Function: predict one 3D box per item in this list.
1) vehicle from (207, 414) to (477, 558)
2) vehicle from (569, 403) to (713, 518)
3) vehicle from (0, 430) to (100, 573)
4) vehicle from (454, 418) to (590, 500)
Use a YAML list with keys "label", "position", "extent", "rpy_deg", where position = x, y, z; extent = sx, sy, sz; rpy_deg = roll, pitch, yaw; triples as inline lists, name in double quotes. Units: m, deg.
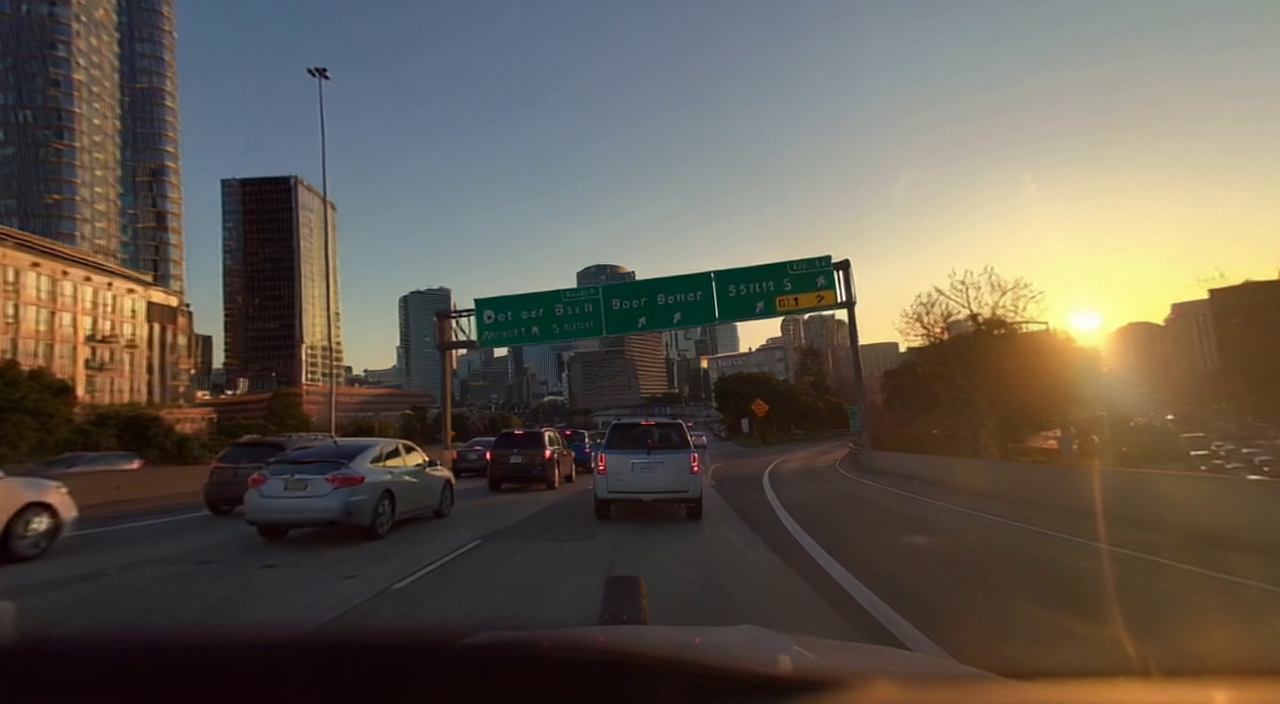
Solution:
- label: "vehicle"
  position: [-4.208, 1.959, 9.935]
  extent: [1.953, 1.729, 4.377]
  rpy_deg: [0, -9, 2]
- label: "vehicle"
  position: [0.115, 2.418, 14.490]
  extent: [2.616, 2.063, 5.933]
  rpy_deg: [0, -9, 2]
- label: "vehicle"
  position: [-7.857, 1.446, 5.695]
  extent: [1.794, 1.527, 4.533]
  rpy_deg: [0, -9, 3]
- label: "vehicle"
  position: [-3.044, 2.983, 17.970]
  extent: [2.286, 1.931, 5.729]
  rpy_deg: [-1, -9, 5]
